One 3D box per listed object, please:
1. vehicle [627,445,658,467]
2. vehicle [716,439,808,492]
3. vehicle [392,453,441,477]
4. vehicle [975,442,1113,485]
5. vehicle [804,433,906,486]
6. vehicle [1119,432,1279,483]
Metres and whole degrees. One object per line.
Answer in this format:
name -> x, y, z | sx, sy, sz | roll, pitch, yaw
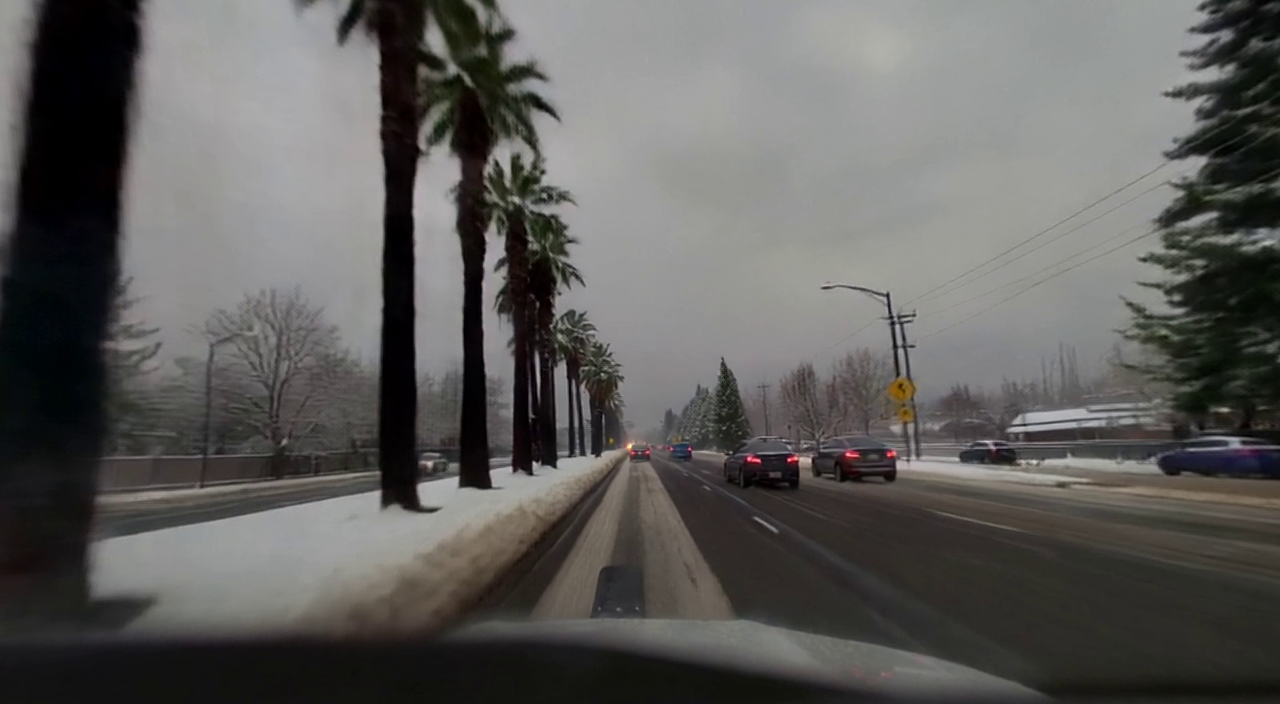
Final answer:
vehicle -> 0.157, 7.151, 43.632 | 2.031, 1.444, 4.361 | 0, -8, -1
vehicle -> 3.663, 3.491, 19.807 | 1.875, 1.452, 4.453 | 0, -8, -2
vehicle -> -16.821, 8.498, 47.770 | 1.972, 1.687, 4.480 | 0, -8, 0
vehicle -> 15.118, 4.169, 24.066 | 2.001, 1.463, 4.781 | 0, -8, -1
vehicle -> 7.221, 3.647, 21.734 | 1.916, 1.646, 4.258 | 0, -8, -1
vehicle -> 21.574, 3.929, 24.125 | 2.109, 1.697, 5.547 | 0, -7, -2
